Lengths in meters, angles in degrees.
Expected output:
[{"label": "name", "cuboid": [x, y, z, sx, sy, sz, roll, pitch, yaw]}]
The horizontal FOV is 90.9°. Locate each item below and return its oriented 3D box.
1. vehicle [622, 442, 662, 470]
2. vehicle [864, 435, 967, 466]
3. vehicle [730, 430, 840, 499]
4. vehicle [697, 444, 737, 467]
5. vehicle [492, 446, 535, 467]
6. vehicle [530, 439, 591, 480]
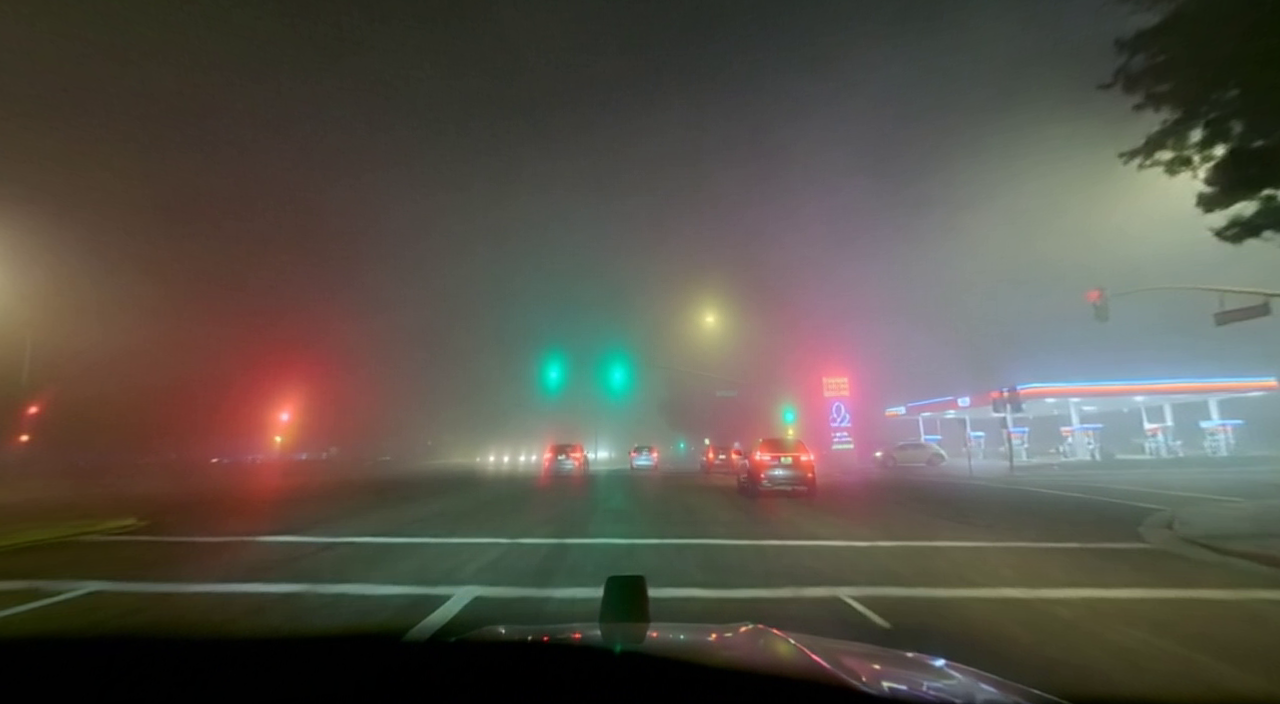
[{"label": "vehicle", "cuboid": [0.115, 5.914, 36.014, 2.104, 1.477, 4.591, 0, -8, 0]}, {"label": "vehicle", "cuboid": [18.333, 6.572, 42.094, 5.585, 1.866, 2.607, -1, -9, -3]}, {"label": "vehicle", "cuboid": [3.899, 3.108, 17.753, 2.022, 1.683, 4.171, 0, -8, -1]}, {"label": "vehicle", "cuboid": [5.112, 6.962, 42.567, 2.174, 1.462, 4.400, 0, -8, 0]}, {"label": "vehicle", "cuboid": [-9.091, 7.552, 45.733, 2.023, 1.433, 4.699, -1, -8, 2]}, {"label": "vehicle", "cuboid": [-3.304, 4.564, 26.989, 2.023, 1.607, 4.086, 0, -8, 1]}]
